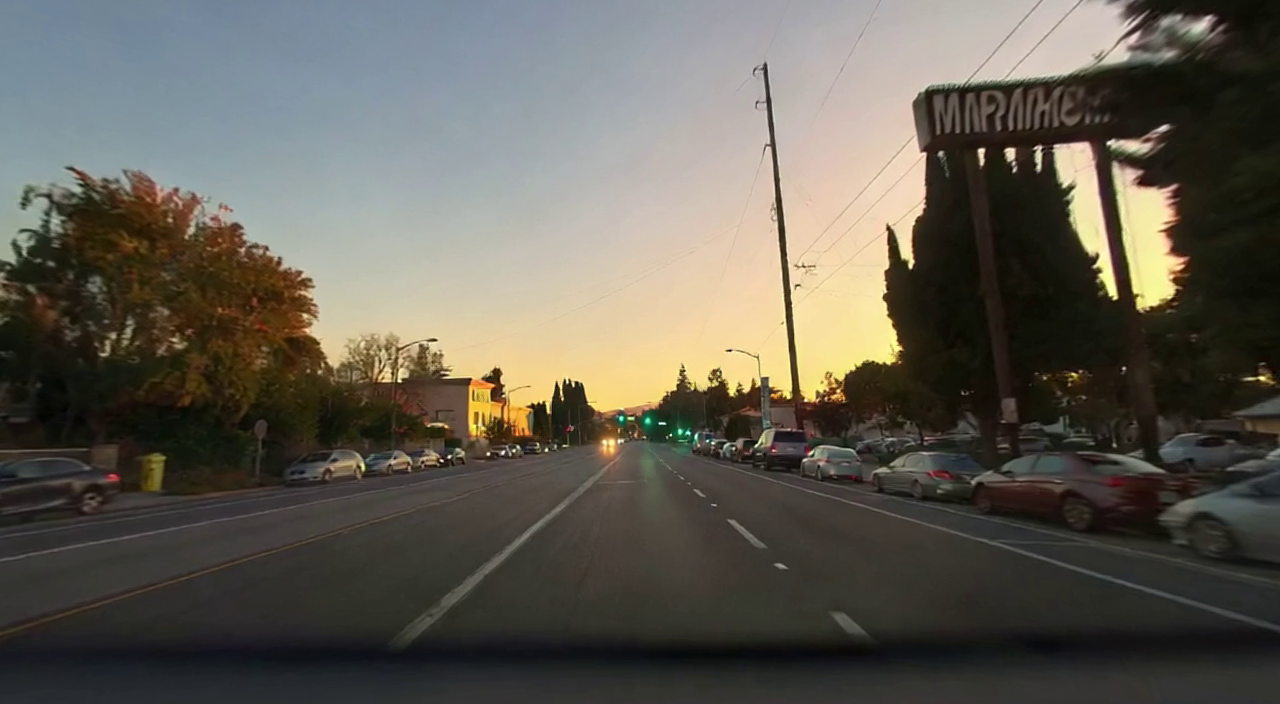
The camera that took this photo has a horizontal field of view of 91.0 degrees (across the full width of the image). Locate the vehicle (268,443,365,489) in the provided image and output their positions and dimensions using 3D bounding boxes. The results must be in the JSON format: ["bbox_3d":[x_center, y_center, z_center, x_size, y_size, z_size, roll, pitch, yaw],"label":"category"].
[{"bbox_3d":[-14.471,5.082,28.514,2.002,1.765,4.775,-3,-8,-2],"label":"vehicle"}]

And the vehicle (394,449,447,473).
[{"bbox_3d":[-14.452,7.162,41.663,1.880,1.488,4.483,0,-9,1],"label":"vehicle"}]

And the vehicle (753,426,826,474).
[{"bbox_3d":[7.827,5.257,33.629,2.327,2.296,5.692,0,-9,-2],"label":"vehicle"}]

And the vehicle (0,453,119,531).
[{"bbox_3d":[-14.392,3.048,13.845,1.829,1.594,4.627,0,-9,0],"label":"vehicle"}]

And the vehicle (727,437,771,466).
[{"bbox_3d":[7.784,7.158,45.438,2.092,1.887,5.632,0,-9,-1],"label":"vehicle"}]

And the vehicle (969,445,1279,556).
[{"bbox_3d":[7.953,2.397,11.011,1.902,1.499,4.492,0,-8,-1],"label":"vehicle"}]

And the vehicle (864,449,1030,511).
[{"bbox_3d":[7.802,3.274,16.663,1.811,1.361,4.852,0,-9,-2],"label":"vehicle"}]

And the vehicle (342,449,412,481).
[{"bbox_3d":[-14.441,6.193,34.898,1.836,1.448,4.941,-1,-7,-1],"label":"vehicle"}]

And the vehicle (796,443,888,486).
[{"bbox_3d":[8.006,4.487,25.433,1.992,1.499,4.715,-1,-9,-2],"label":"vehicle"}]
